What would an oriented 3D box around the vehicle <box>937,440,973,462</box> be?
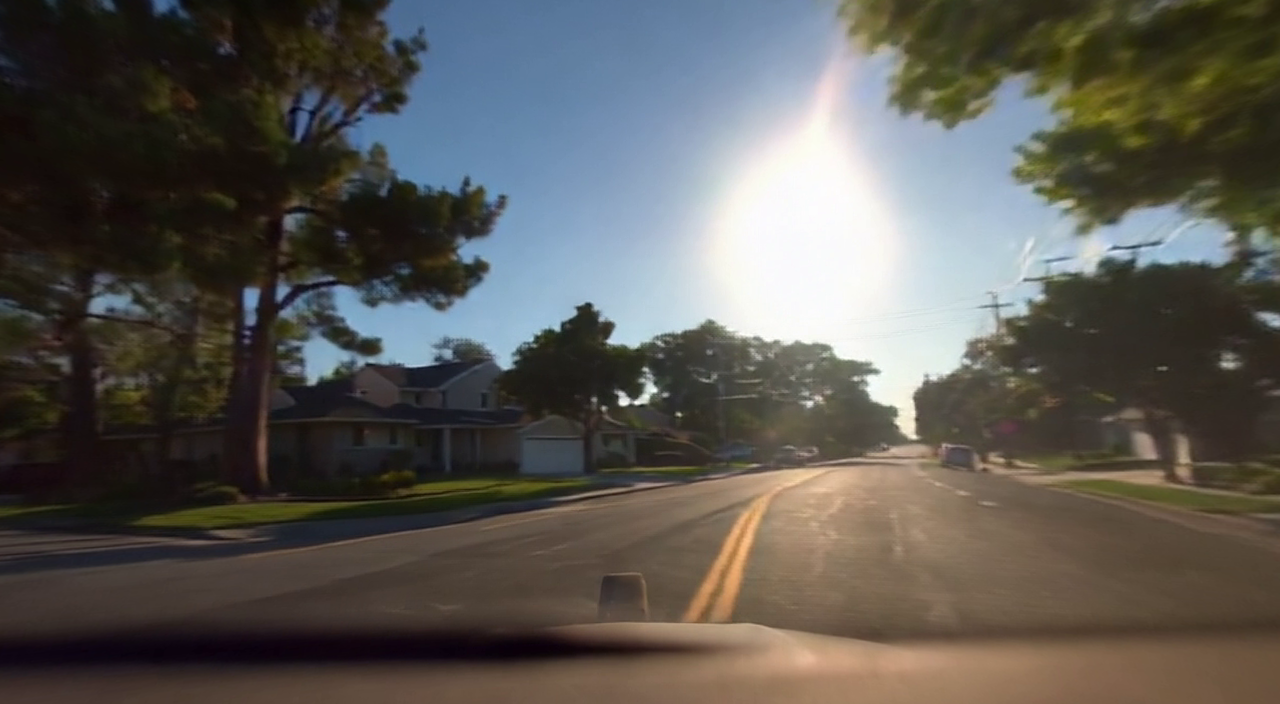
[{"bbox_3d":[23.580,7.397,47.234,1.970,1.530,3.685,-3,-9,21],"label":"vehicle"}]
